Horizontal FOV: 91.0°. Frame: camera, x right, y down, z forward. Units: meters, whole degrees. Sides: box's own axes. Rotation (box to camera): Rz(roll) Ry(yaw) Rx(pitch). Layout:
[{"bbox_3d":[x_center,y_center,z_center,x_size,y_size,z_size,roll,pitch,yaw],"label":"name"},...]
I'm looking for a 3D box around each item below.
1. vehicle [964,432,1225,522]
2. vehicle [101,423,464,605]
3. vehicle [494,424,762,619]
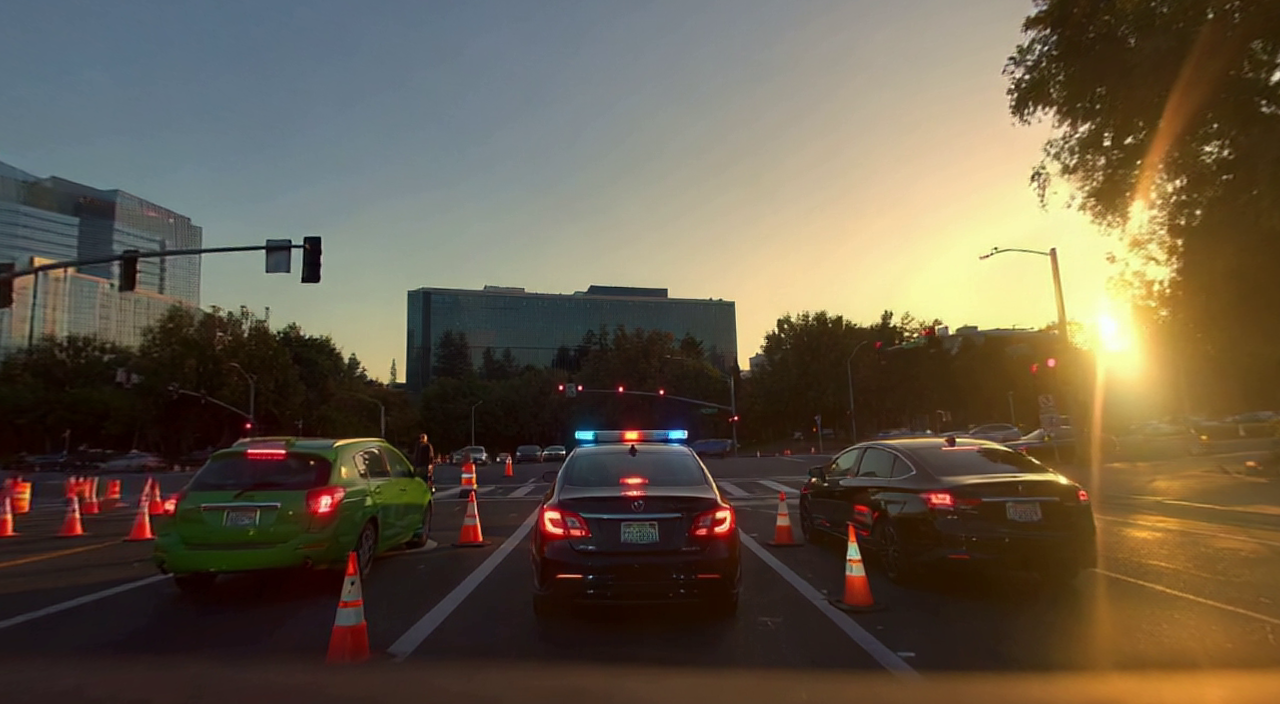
[{"bbox_3d":[9.334,2.583,13.593,1.957,1.576,4.670,0,-9,-3],"label":"vehicle"},{"bbox_3d":[-3.604,1.676,7.402,1.863,1.526,4.006,0,-8,1],"label":"vehicle"},{"bbox_3d":[-0.136,1.632,7.094,2.061,1.486,4.332,0,-8,-1],"label":"vehicle"}]
